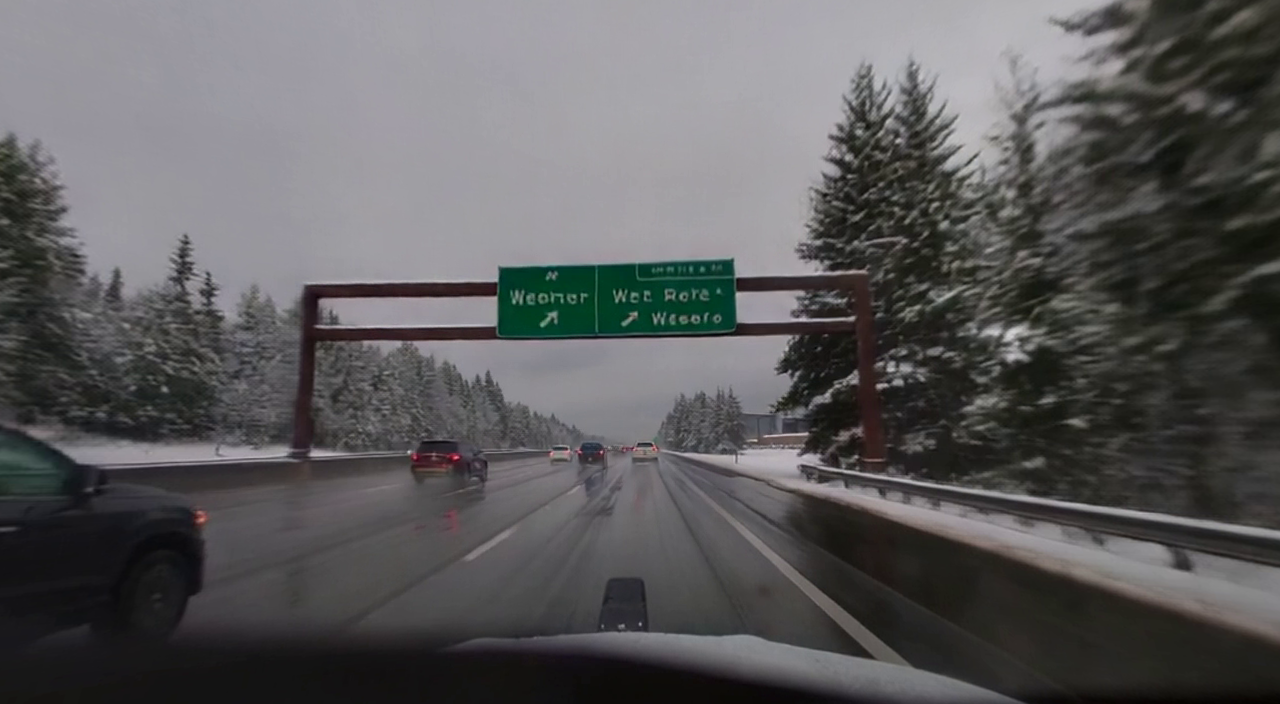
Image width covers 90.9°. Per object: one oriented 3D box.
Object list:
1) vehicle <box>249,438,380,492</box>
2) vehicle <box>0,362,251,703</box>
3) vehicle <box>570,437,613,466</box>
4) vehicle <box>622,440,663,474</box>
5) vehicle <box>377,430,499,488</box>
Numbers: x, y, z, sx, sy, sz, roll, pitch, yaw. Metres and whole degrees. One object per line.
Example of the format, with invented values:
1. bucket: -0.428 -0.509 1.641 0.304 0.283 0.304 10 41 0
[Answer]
1. vehicle: -11.525 4.006 22.822 2.187 1.726 4.634 0 -9 1
2. vehicle: -4.152 0.832 2.445 2.136 1.718 4.873 0 -9 0
3. vehicle: -3.622 7.599 48.283 2.751 2.050 5.761 0 -8 1
4. vehicle: 0.134 5.803 35.119 2.135 1.697 4.757 0 -8 0
5. vehicle: -7.390 4.019 24.001 2.521 1.901 5.988 0 -8 2
